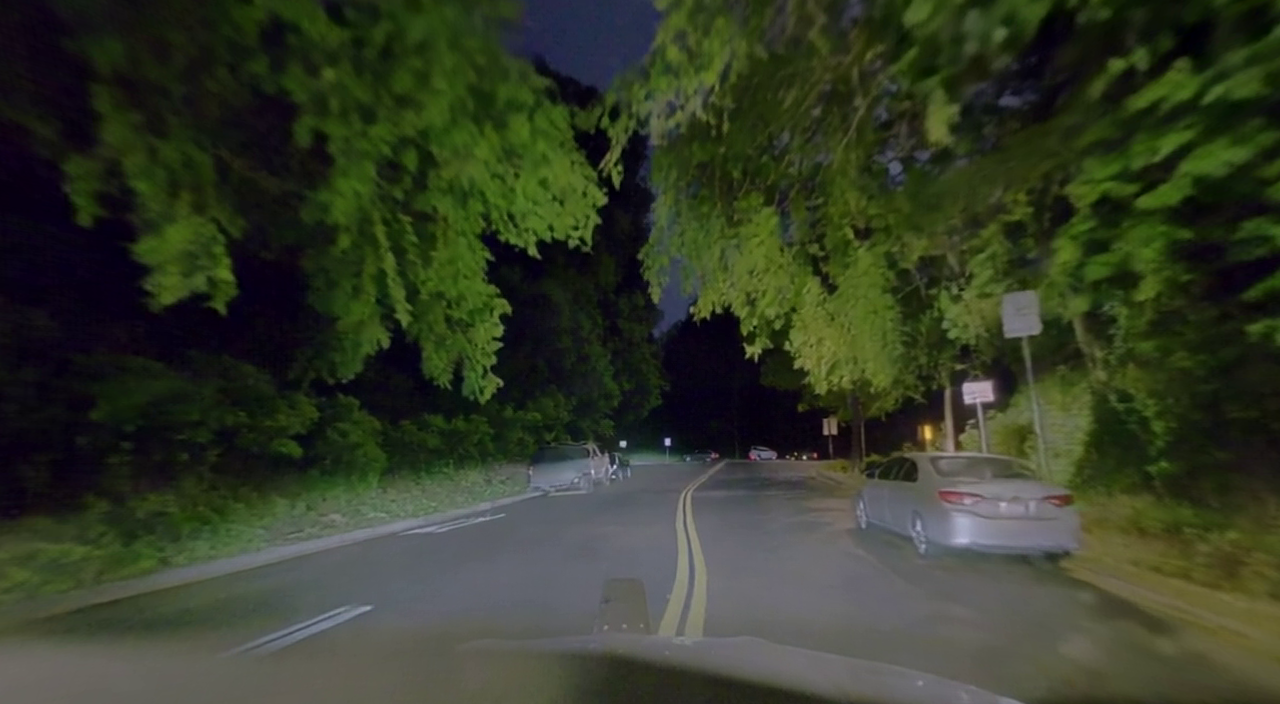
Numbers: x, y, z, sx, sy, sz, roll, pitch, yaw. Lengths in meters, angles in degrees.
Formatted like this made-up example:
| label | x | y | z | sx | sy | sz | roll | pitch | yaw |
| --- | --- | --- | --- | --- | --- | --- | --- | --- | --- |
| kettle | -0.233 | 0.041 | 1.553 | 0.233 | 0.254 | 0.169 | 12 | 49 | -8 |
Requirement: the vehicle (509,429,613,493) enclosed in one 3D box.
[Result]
| label | x | y | z | sx | sy | sz | roll | pitch | yaw |
| --- | --- | --- | --- | --- | --- | --- | --- | --- | --- |
| vehicle | -3.002 | 4.520 | 25.513 | 2.583 | 2.167 | 5.667 | -5 | -13 | 9 |

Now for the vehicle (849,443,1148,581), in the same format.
| label | x | y | z | sx | sy | sz | roll | pitch | yaw |
| --- | --- | --- | --- | --- | --- | --- | --- | --- | --- |
| vehicle | 4.542 | 2.023 | 9.004 | 2.033 | 1.424 | 4.560 | -1 | -8 | 7 |
